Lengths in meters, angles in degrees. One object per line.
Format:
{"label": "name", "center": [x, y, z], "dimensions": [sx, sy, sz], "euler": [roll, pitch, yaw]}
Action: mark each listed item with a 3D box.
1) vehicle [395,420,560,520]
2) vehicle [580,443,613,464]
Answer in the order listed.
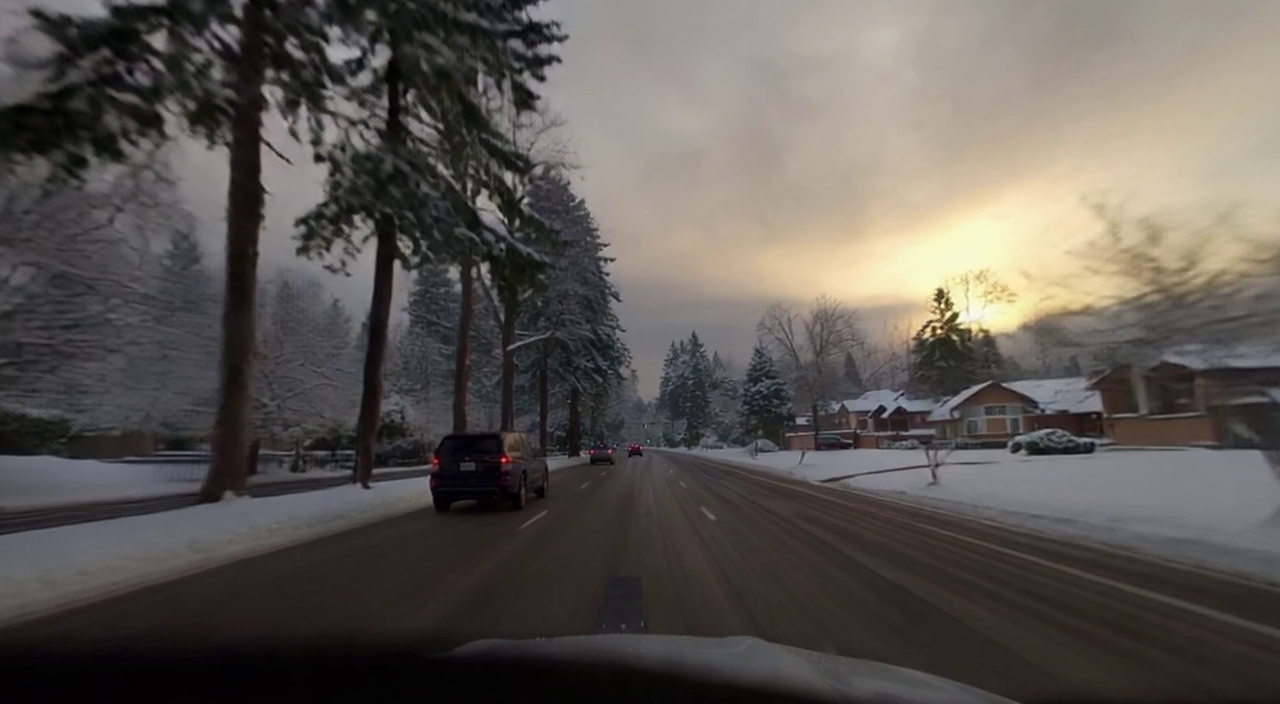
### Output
{"label": "vehicle", "center": [-3.035, 2.350, 13.031], "dimensions": [2.058, 1.671, 4.704], "euler": [0, -9, 1]}
{"label": "vehicle", "center": [-3.091, 7.347, 45.672], "dimensions": [2.021, 1.466, 4.330], "euler": [0, -9, 1]}
